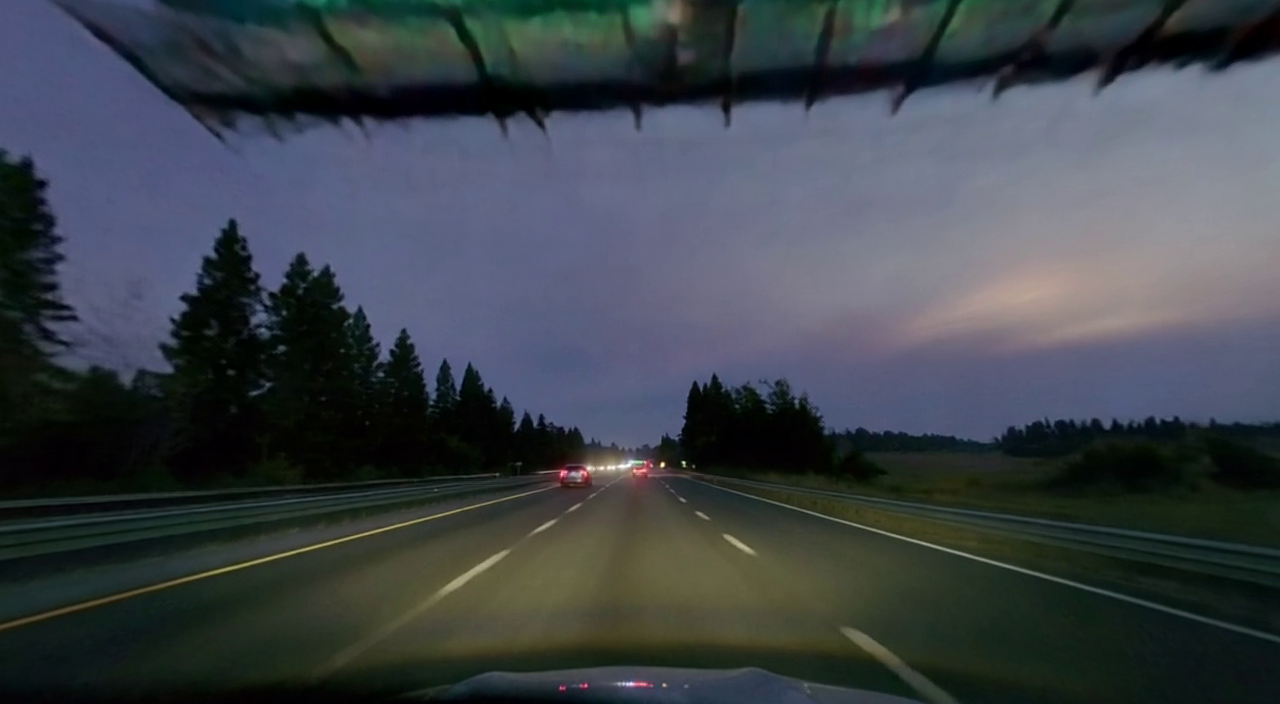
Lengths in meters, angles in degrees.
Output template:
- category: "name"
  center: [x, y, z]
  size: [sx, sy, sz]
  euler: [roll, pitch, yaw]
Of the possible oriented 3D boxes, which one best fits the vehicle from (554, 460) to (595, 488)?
- category: "vehicle"
  center: [-4.001, 7.565, 39.267]
  size: [2.081, 1.586, 4.245]
  euler: [1, -10, 0]
